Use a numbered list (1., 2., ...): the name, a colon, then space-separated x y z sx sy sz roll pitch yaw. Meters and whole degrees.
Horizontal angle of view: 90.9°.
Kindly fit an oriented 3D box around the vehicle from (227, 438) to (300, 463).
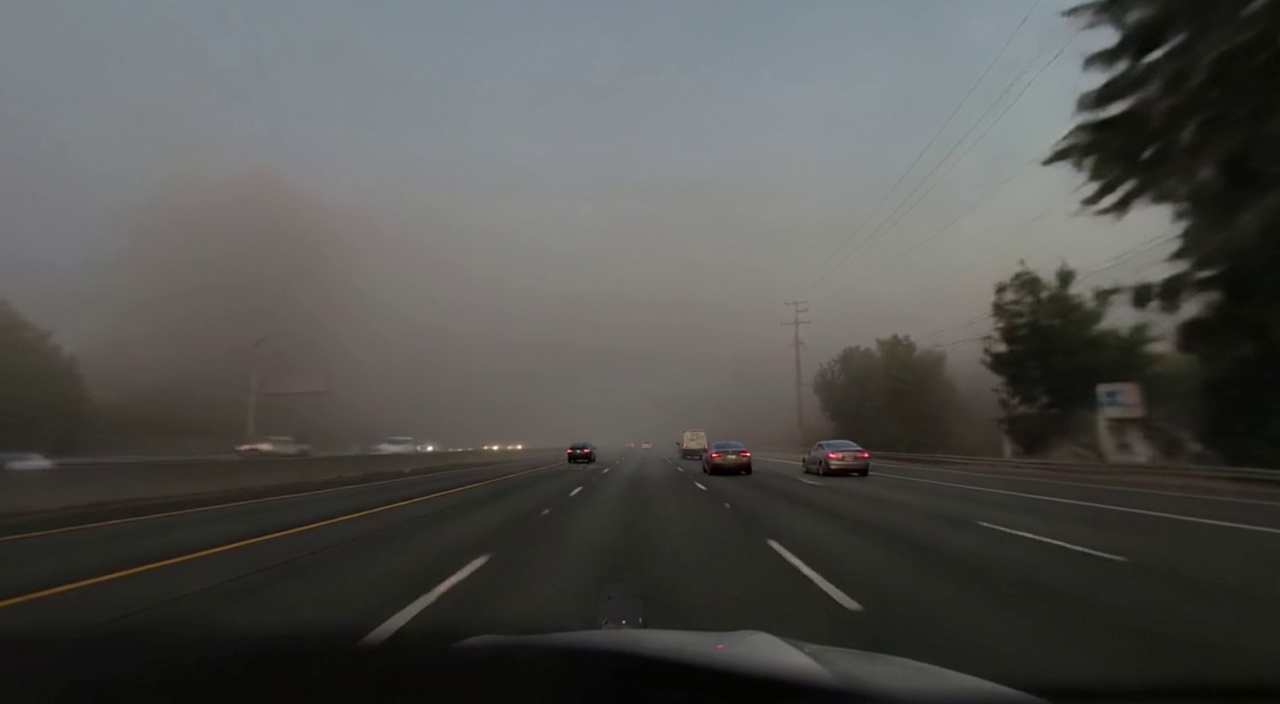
1. vehicle: -25.150 6.572 42.329 1.927 1.592 4.547 0 -8 2

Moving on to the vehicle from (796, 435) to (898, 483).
1. vehicle: 7.296 3.798 22.822 1.988 1.518 4.856 0 -8 0

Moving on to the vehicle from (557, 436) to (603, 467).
1. vehicle: -3.354 5.711 36.343 2.106 1.682 4.395 0 -8 2

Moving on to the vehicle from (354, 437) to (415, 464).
1. vehicle: -15.521 5.974 38.540 1.924 1.521 4.357 0 -8 0

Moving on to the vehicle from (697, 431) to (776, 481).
1. vehicle: 3.415 3.789 23.234 2.146 1.639 4.475 0 -8 0
